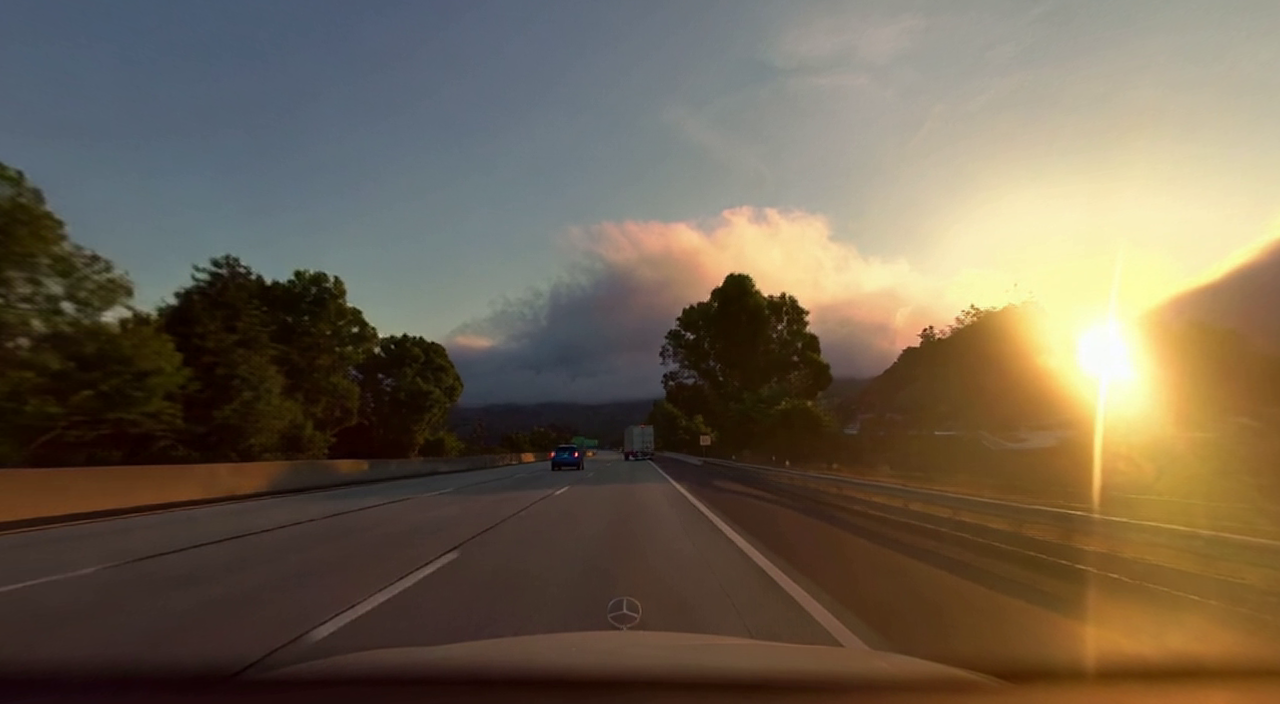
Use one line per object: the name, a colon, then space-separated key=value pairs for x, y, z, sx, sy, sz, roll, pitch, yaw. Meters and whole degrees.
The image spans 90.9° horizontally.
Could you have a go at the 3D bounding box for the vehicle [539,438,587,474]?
vehicle: x=-4.329 y=5.985 z=36.462 sx=2.124 sy=1.888 sz=5.226 roll=0 pitch=-9 yaw=0
